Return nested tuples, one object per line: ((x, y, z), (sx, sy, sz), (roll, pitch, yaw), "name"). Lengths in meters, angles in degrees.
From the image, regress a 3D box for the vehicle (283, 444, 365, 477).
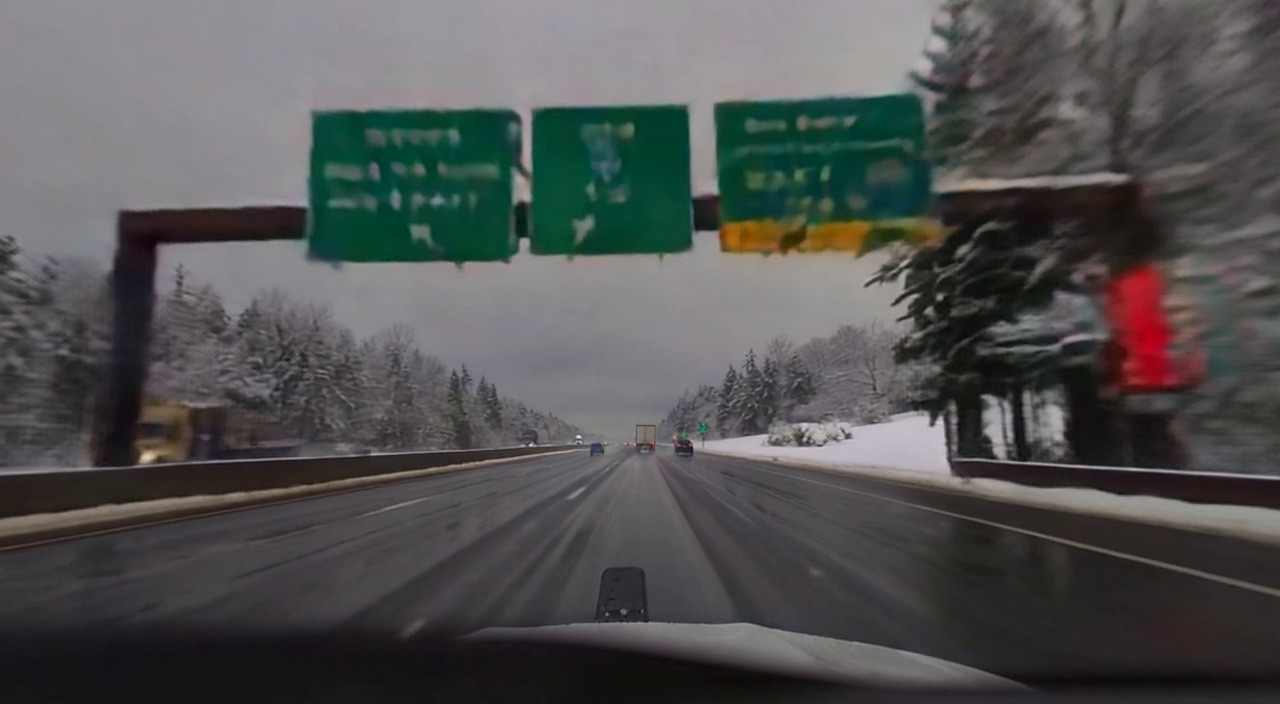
((-15.469, 5.310, 31.104), (1.895, 1.503, 4.138), (0, -8, 0), "vehicle")

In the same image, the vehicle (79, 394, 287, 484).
((-23.710, 4.693, 33.828), (3.474, 4.099, 10.030), (0, -8, 0), "vehicle")
